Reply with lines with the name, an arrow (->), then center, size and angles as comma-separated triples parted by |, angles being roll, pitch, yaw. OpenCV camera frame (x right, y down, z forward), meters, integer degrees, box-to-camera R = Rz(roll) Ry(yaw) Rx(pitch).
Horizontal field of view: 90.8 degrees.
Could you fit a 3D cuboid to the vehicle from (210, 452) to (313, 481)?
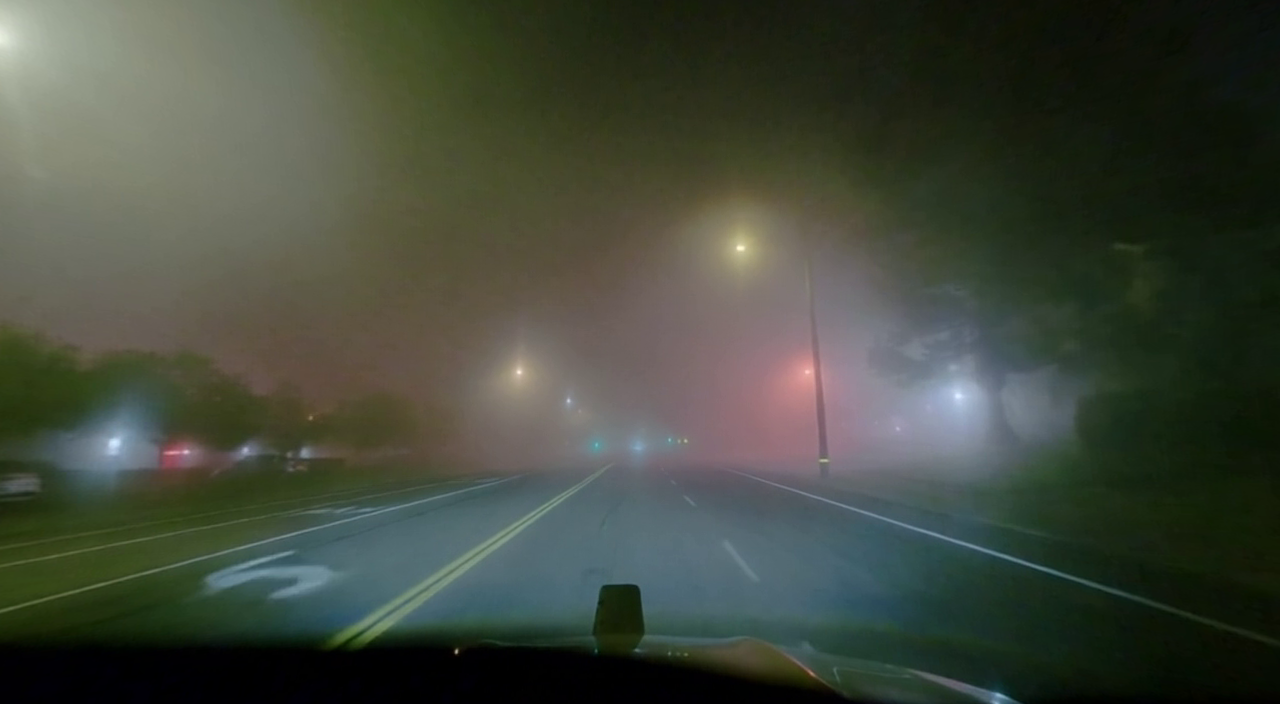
vehicle -> -21.580, 6.497, 36.189 | 1.859, 1.461, 4.646 | -8, -12, 44
